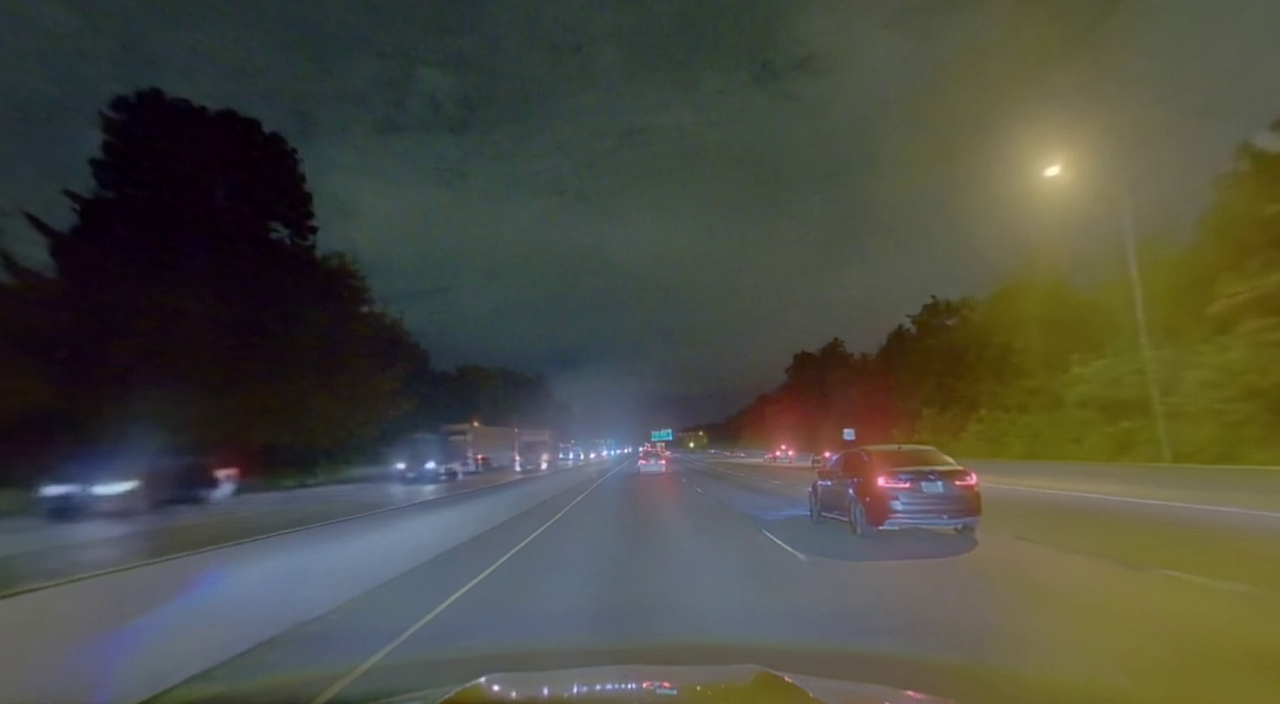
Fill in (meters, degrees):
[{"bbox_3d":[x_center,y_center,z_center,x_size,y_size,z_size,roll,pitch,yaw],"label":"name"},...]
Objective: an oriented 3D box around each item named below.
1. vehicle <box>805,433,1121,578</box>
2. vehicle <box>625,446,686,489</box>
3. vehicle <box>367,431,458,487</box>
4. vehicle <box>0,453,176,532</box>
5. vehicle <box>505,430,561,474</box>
[{"bbox_3d":[3.906,1.925,8.707,2.029,1.475,4.279,0,-9,-1],"label":"vehicle"},{"bbox_3d":[0.569,4.436,24.555,2.177,1.520,4.278,0,-9,1],"label":"vehicle"},{"bbox_3d":[-11.937,5.688,33.682,2.479,2.706,5.906,0,-9,2],"label":"vehicle"},{"bbox_3d":[-14.394,3.416,15.872,2.095,1.670,4.187,0,-9,2],"label":"vehicle"},{"bbox_3d":[-7.756,7.378,46.706,2.687,2.948,7.422,0,-9,1],"label":"vehicle"}]
